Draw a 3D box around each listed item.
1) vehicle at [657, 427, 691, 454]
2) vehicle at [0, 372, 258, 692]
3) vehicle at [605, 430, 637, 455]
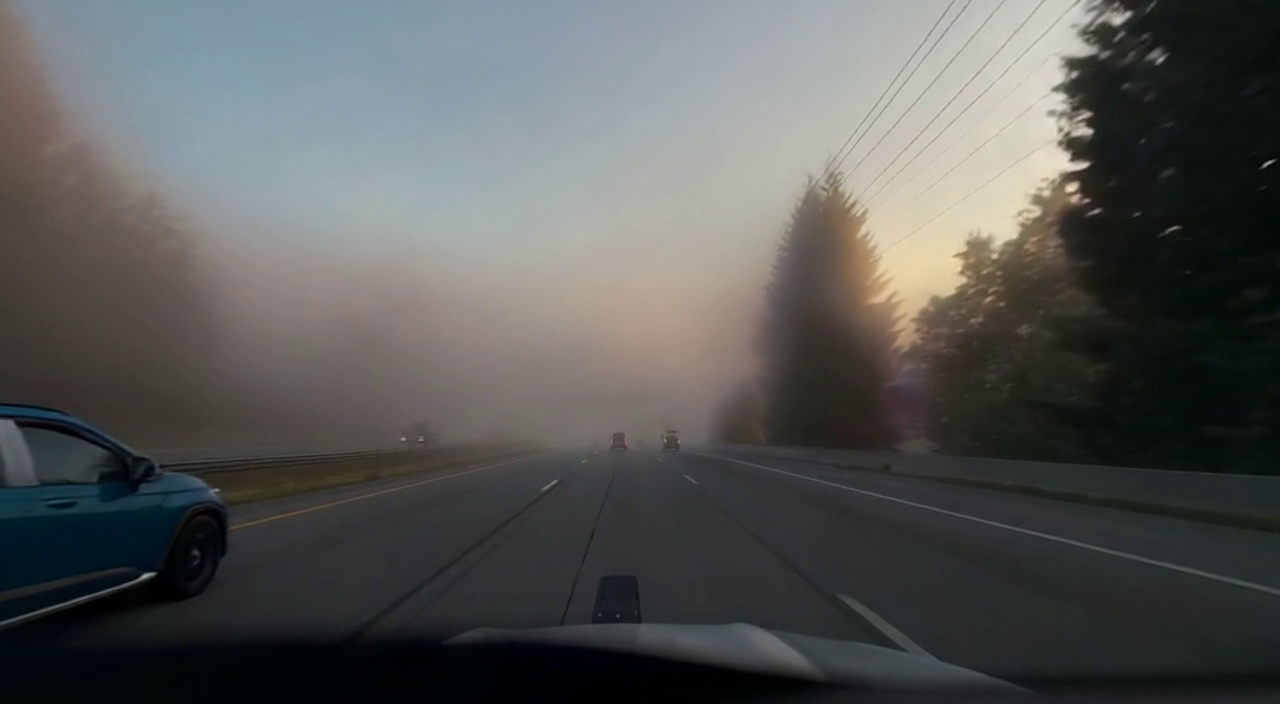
[{"bbox_3d":[2.452,6.431,45.892,1.976,1.905,3.263,1,-7,-5],"label":"vehicle"},{"bbox_3d":[-4.257,0.916,3.237,2.100,1.590,4.077,0,-7,-2],"label":"vehicle"},{"bbox_3d":[-1.350,6.325,44.307,2.159,1.690,3.720,0,-7,-3],"label":"vehicle"}]
